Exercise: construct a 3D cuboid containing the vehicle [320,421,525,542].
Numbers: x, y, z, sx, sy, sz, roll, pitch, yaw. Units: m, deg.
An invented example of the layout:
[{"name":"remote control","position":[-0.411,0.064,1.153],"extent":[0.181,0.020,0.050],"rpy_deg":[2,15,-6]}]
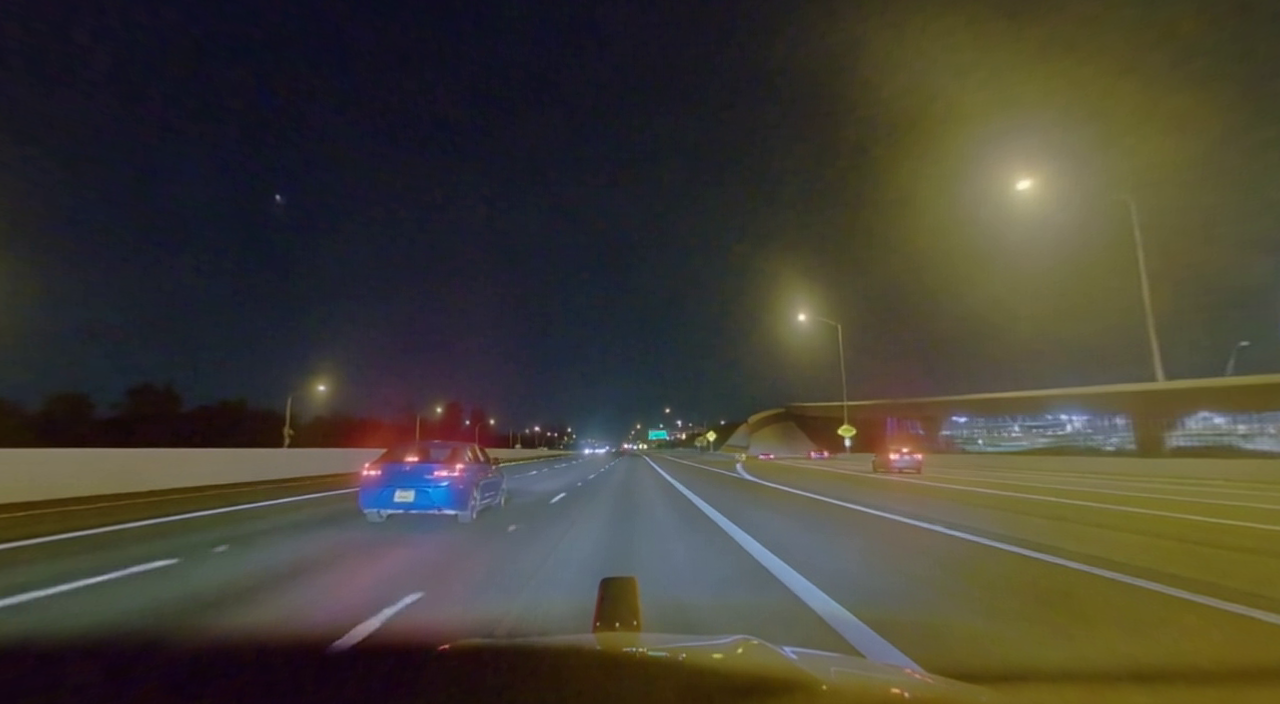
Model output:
[{"name":"vehicle","position":[-3.498,2.167,11.226],"extent":[2.178,1.699,4.321],"rpy_deg":[0,-8,-2]}]
